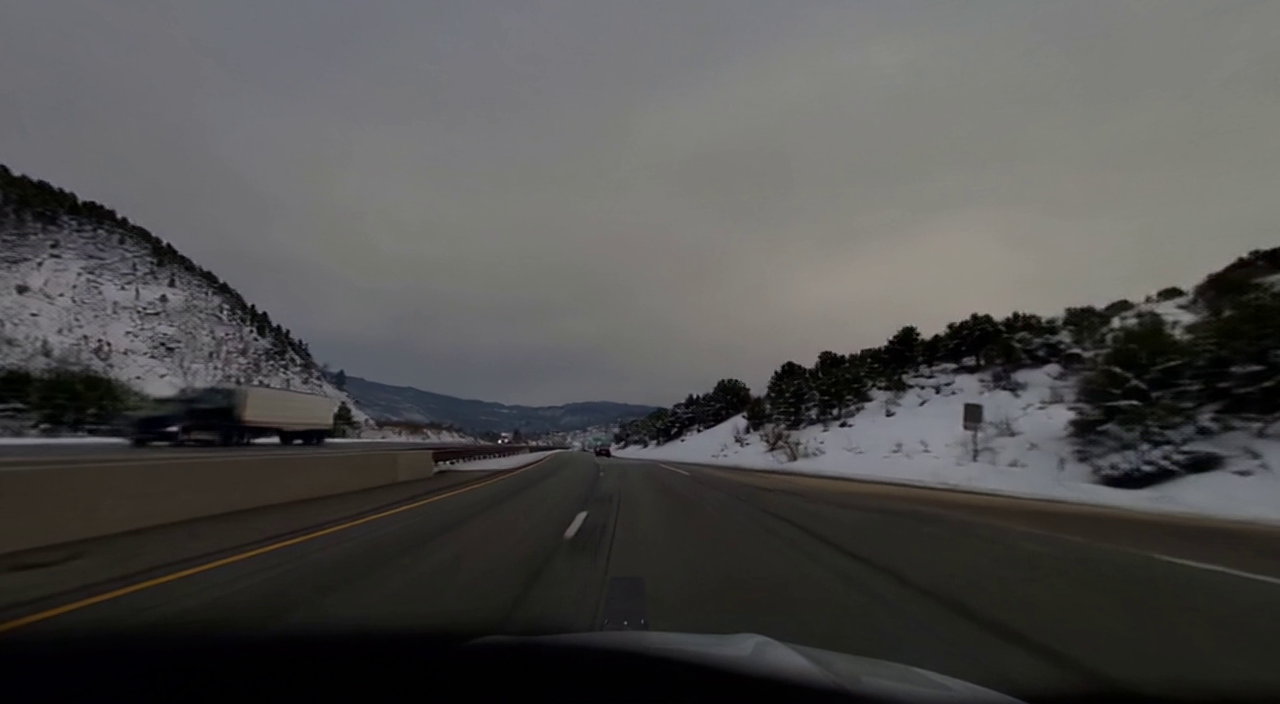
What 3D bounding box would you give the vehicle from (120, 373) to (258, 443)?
[{"bbox_3d":[-28.565,3.838,40.570,3.019,3.990,8.225,1,-9,-3],"label":"vehicle"}]
